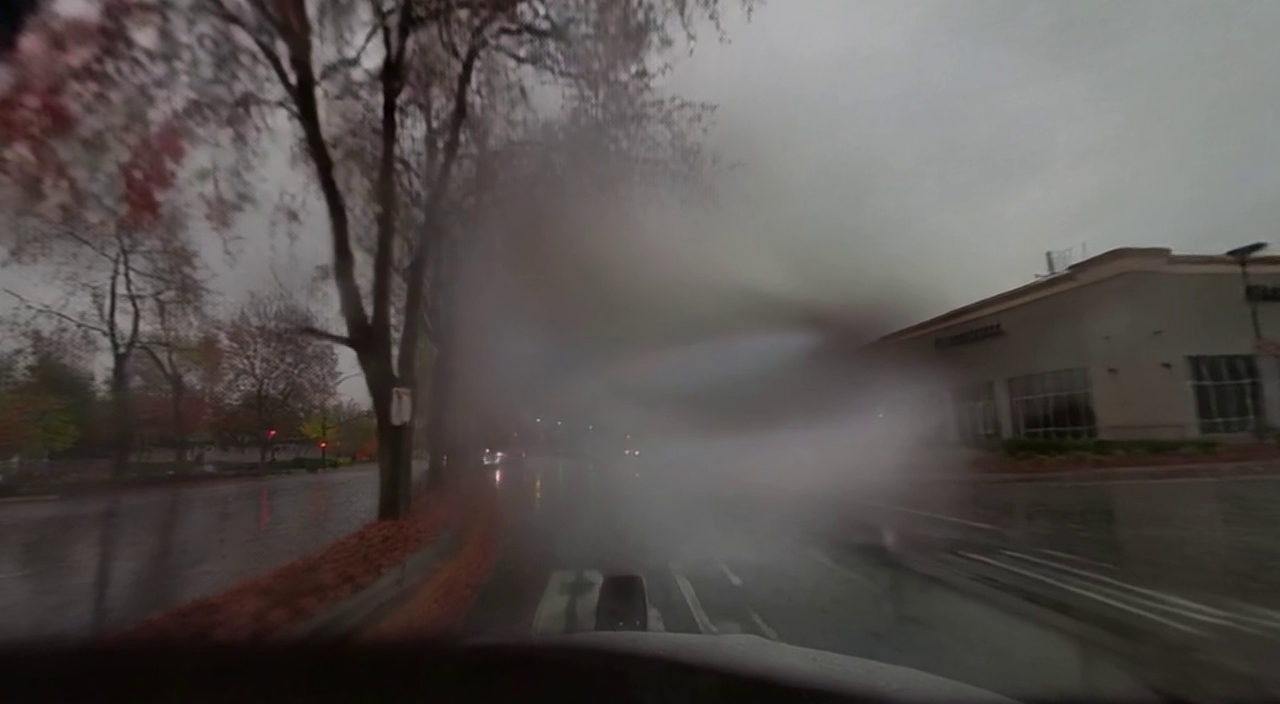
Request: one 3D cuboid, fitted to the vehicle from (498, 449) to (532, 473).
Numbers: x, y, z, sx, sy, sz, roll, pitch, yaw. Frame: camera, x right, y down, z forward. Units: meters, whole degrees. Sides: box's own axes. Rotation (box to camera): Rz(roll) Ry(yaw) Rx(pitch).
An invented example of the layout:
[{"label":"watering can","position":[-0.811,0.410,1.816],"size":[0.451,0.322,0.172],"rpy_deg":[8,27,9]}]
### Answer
[{"label":"vehicle","position":[-8.394,7.256,41.960],"size":[2.018,1.512,4.304],"rpy_deg":[2,-10,-13]}]
